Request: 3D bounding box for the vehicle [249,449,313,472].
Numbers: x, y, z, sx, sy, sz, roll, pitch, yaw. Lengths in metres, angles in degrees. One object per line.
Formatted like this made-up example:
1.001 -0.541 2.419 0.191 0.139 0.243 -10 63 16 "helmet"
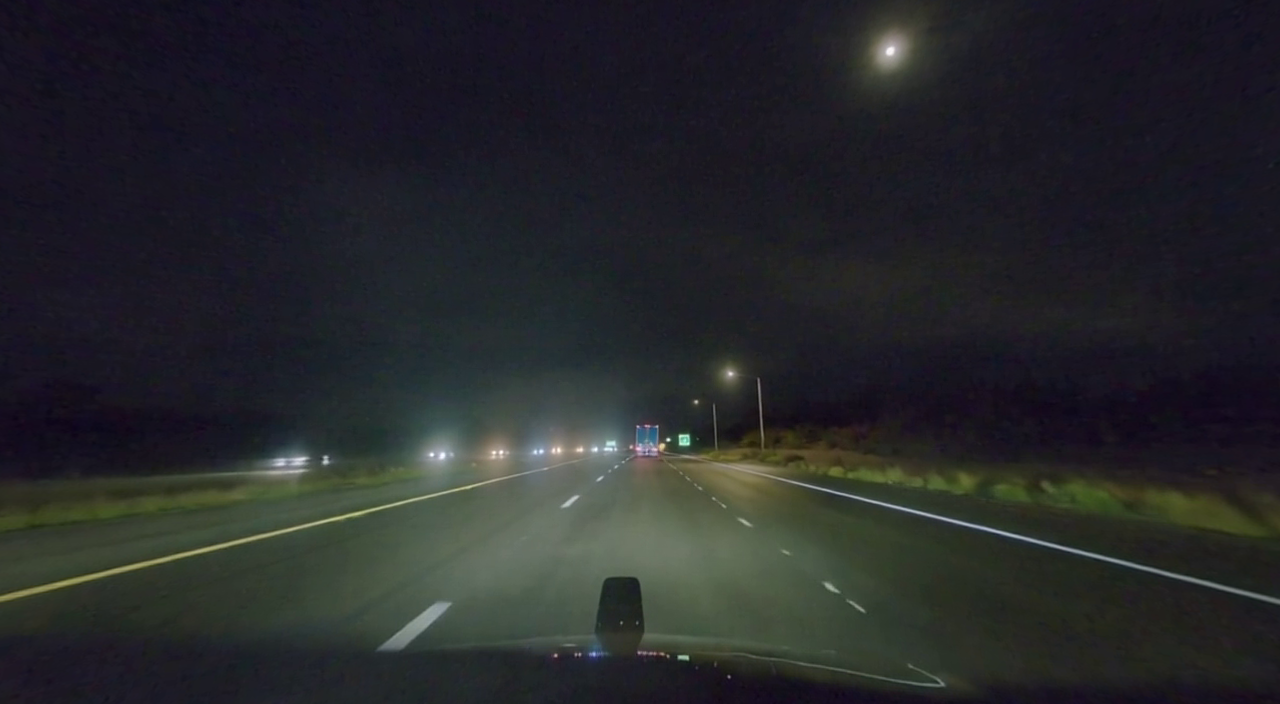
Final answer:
-25.179 7.585 44.322 1.824 1.509 4.374 0 -9 1 "vehicle"
